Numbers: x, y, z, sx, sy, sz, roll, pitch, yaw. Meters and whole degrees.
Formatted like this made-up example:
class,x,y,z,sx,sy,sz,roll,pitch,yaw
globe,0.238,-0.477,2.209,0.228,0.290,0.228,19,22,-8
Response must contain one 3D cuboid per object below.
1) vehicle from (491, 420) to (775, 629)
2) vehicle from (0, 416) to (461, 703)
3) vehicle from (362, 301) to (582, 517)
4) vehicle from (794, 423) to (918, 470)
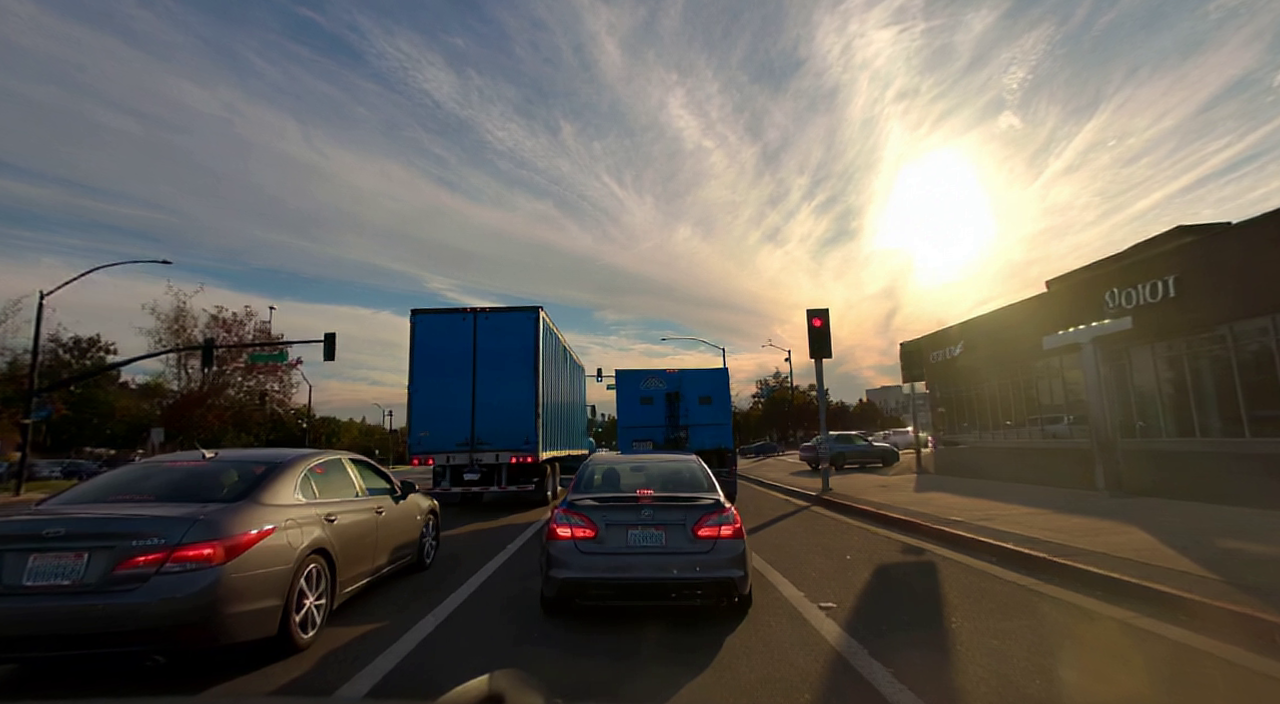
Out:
class,x,y,z,sx,sy,sz,roll,pitch,yaw
vehicle,-0.102,1.567,6.709,2.067,1.506,4.118,0,-8,-2
vehicle,-3.096,1.365,5.155,1.969,1.471,4.378,0,-8,0
vehicle,-3.252,1.489,14.619,3.020,3.800,7.105,0,-8,1
vehicle,9.519,4.193,27.840,4.681,1.713,1.969,-1,-10,-12
